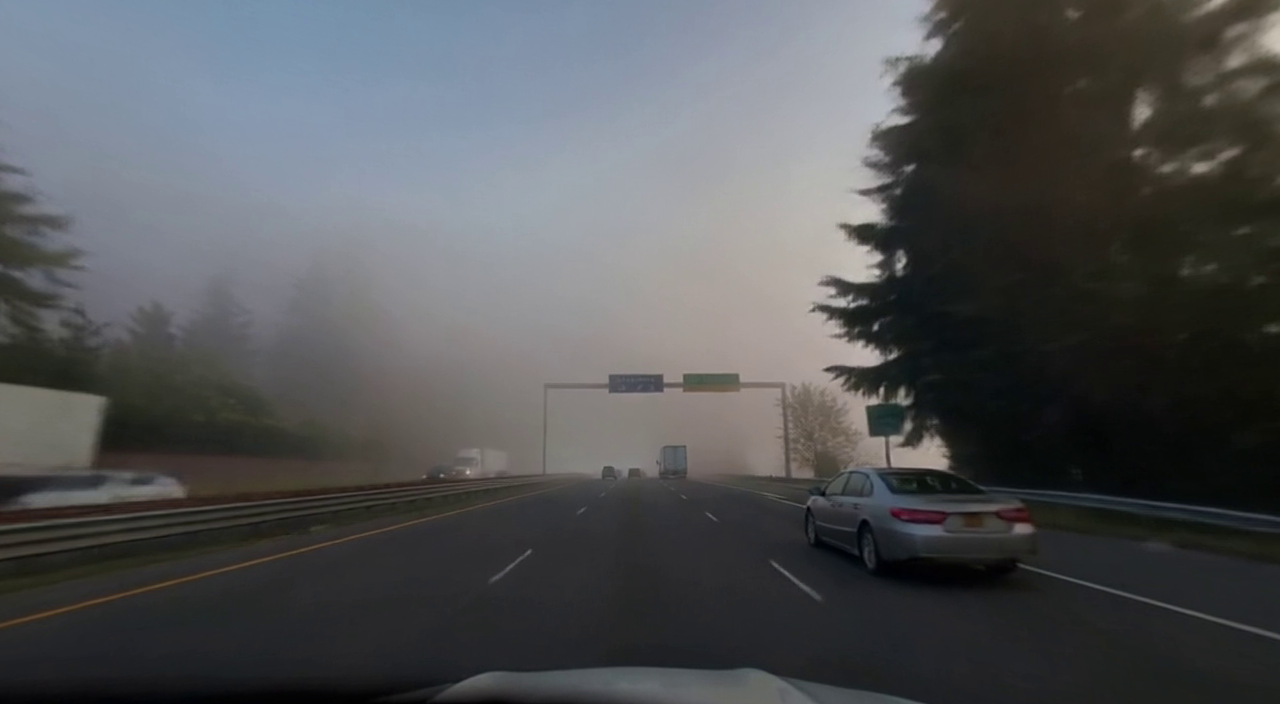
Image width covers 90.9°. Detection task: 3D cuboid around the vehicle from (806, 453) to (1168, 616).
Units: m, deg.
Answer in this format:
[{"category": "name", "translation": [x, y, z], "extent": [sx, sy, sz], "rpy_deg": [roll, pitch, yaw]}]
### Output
[{"category": "vehicle", "translation": [3.844, 2.129, 8.202], "extent": [2.051, 1.472, 4.547], "rpy_deg": [1, -10, -1]}]

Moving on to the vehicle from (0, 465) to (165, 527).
[{"category": "vehicle", "translation": [-15.826, 3.904, 17.484], "extent": [1.780, 1.452, 4.497], "rpy_deg": [1, -10, -1]}]
